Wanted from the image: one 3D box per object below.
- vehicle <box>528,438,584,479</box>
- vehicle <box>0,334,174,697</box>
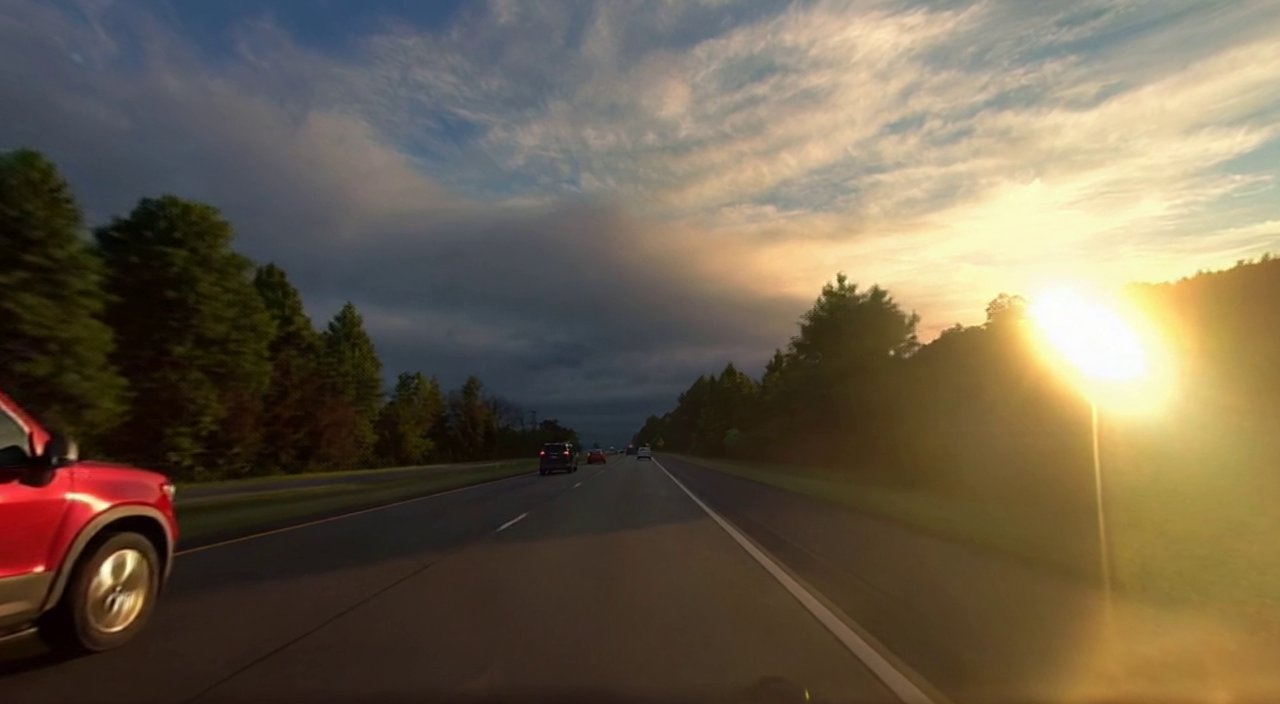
[{"bbox_3d":[-3.976,5.135,30.541,2.056,1.811,4.202,-1,-9,1],"label":"vehicle"},{"bbox_3d":[-4.515,0.706,2.223,2.102,1.941,4.703,0,-9,0],"label":"vehicle"}]
